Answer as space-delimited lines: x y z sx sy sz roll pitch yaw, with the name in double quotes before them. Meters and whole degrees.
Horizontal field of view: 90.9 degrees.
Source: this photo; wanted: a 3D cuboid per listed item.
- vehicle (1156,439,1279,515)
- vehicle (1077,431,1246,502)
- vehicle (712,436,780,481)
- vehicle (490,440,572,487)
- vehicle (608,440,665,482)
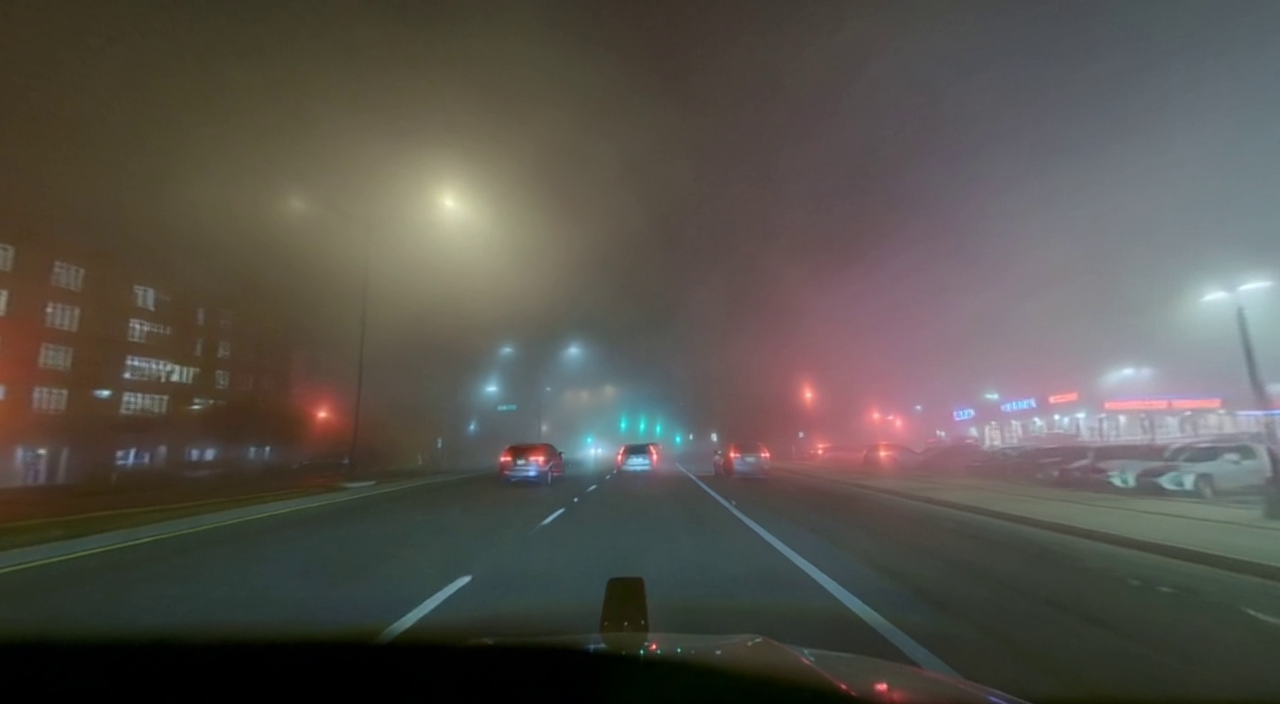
"vehicle" 13.701 2.653 13.851 4.103 1.434 2.024 4 -9 -27
"vehicle" 13.941 2.983 16.823 4.230 1.645 1.998 5 -10 -30
"vehicle" 4.212 4.291 25.705 2.007 1.683 4.171 0 -8 0
"vehicle" -3.755 3.947 22.657 2.029 1.482 4.591 0 -8 1
"vehicle" -0.120 4.206 24.619 2.059 1.477 3.988 0 -8 0
